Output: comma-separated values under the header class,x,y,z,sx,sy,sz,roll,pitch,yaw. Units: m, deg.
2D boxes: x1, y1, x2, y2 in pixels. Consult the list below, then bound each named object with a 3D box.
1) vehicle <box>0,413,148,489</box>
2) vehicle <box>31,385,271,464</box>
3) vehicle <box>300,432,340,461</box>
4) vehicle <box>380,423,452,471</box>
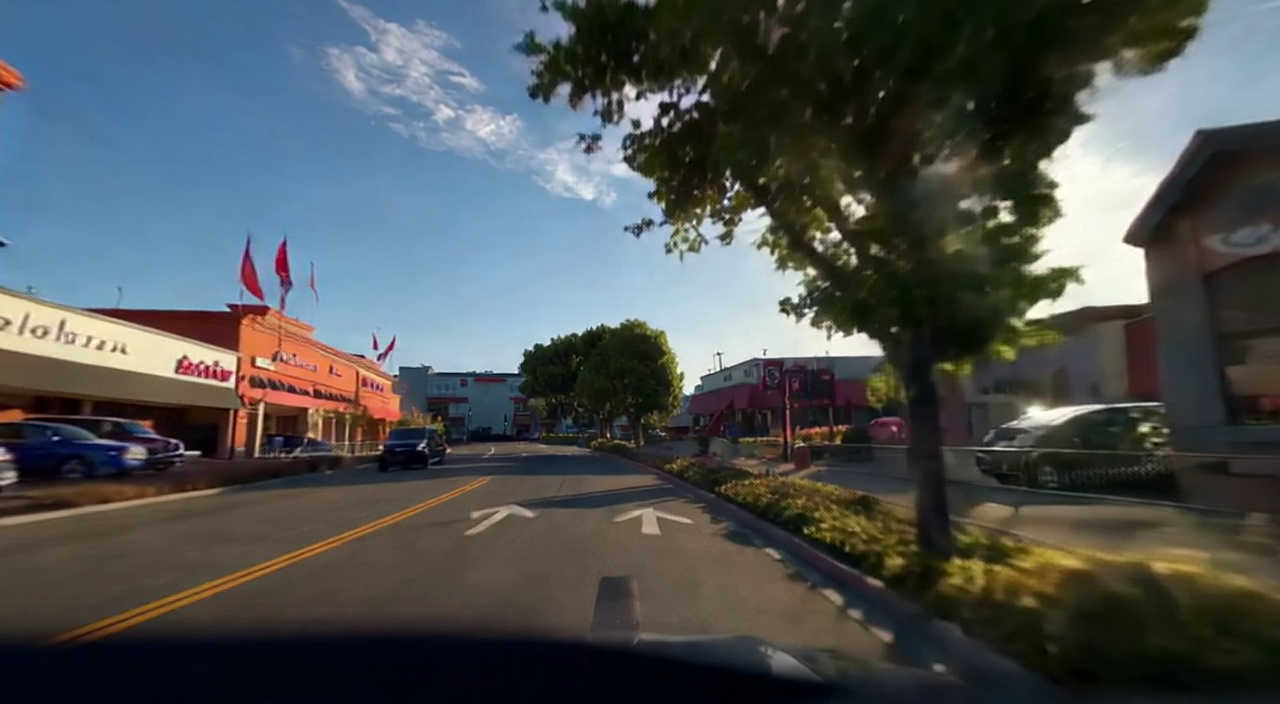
class,x,y,z,sx,sy,sz,roll,pitch,yaw
vehicle,-14.515,2.308,14.898,3.948,1.672,1.942,1,-8,-8
vehicle,-23.092,3.555,30.547,8.479,3.396,3.021,3,-8,-24
vehicle,-18.538,5.478,36.622,1.778,1.584,2.802,3,-8,-22
vehicle,-9.615,4.091,27.367,2.026,1.882,4.277,1,-8,-7
